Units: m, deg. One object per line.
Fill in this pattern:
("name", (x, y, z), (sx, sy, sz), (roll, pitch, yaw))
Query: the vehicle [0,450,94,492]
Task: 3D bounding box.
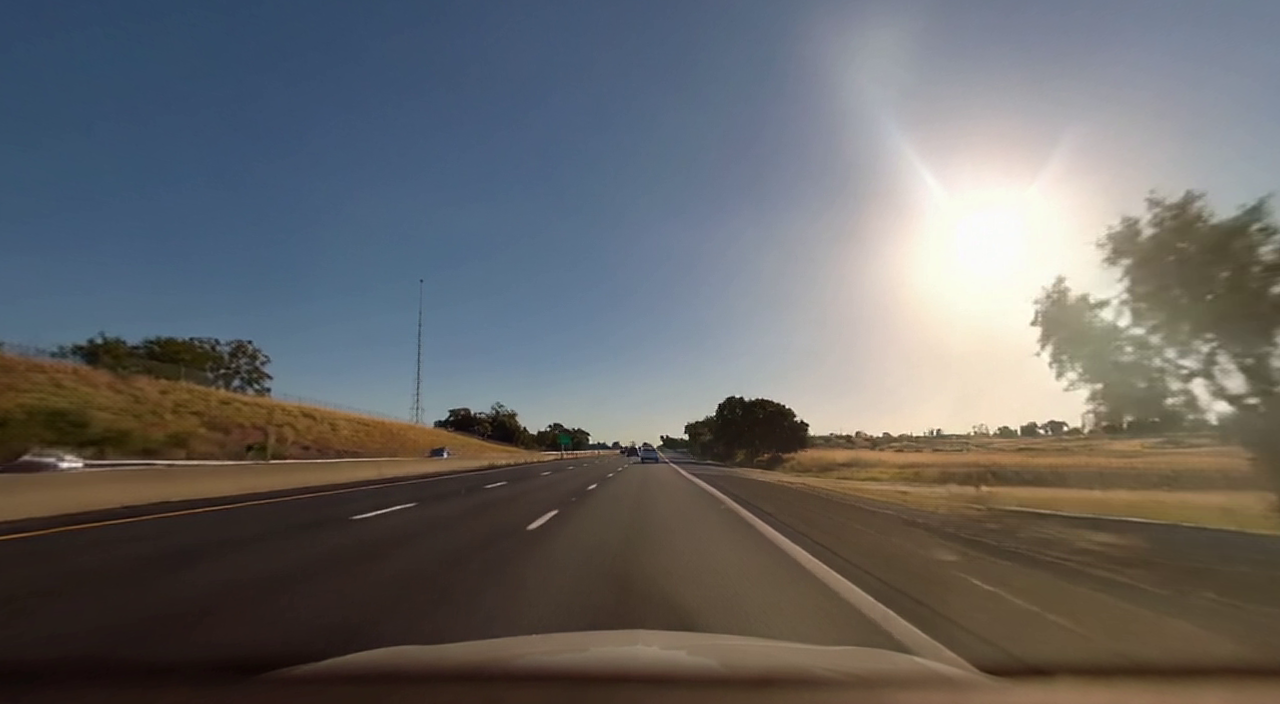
("vehicle", (-24.132, 4.546, 24.317), (2.148, 1.493, 4.415), (0, -9, 1))
